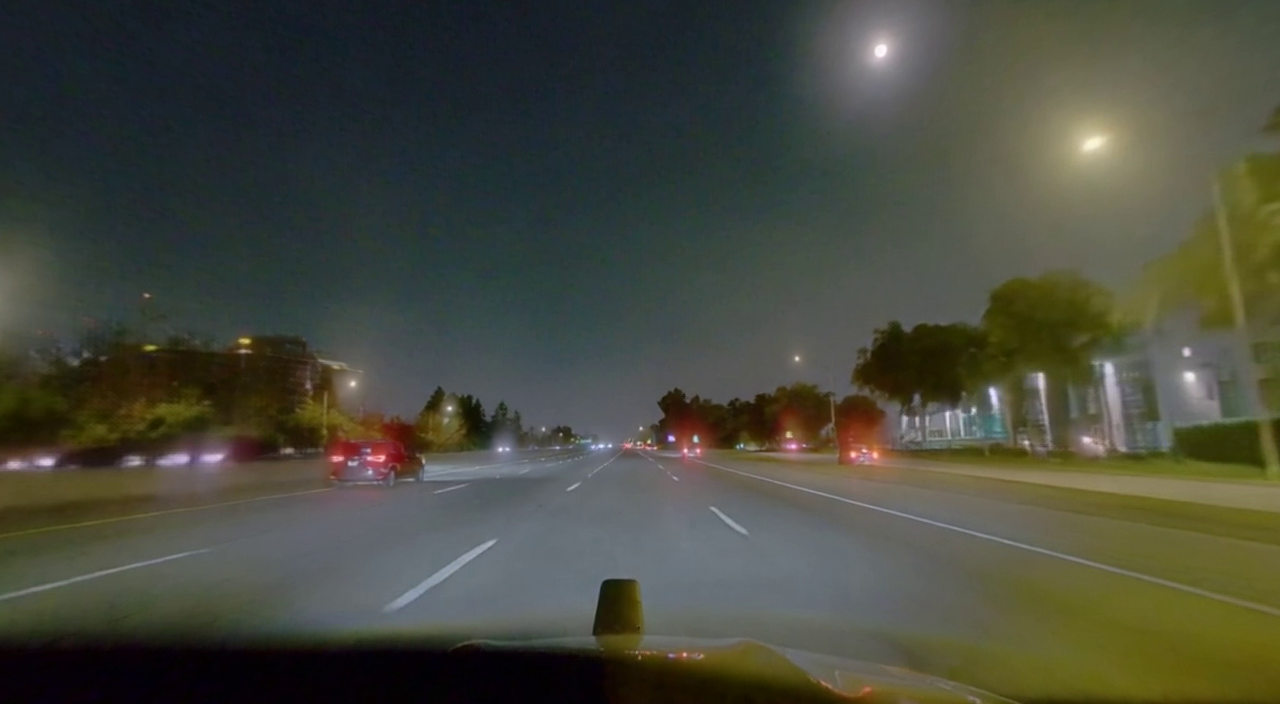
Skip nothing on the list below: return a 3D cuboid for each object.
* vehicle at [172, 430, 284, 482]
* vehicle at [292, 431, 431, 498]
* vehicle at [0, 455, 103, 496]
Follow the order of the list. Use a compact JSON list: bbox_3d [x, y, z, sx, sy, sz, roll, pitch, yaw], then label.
[{"bbox_3d":[-18.167,4.598,28.174,1.989,2.086,4.489,0,-9,-1],"label":"vehicle"},{"bbox_3d":[-7.922,3.232,18.538,2.089,1.724,4.327,0,-9,0],"label":"vehicle"},{"bbox_3d":[-24.318,4.876,25.330,1.766,1.446,4.434,0,-9,-2],"label":"vehicle"}]
